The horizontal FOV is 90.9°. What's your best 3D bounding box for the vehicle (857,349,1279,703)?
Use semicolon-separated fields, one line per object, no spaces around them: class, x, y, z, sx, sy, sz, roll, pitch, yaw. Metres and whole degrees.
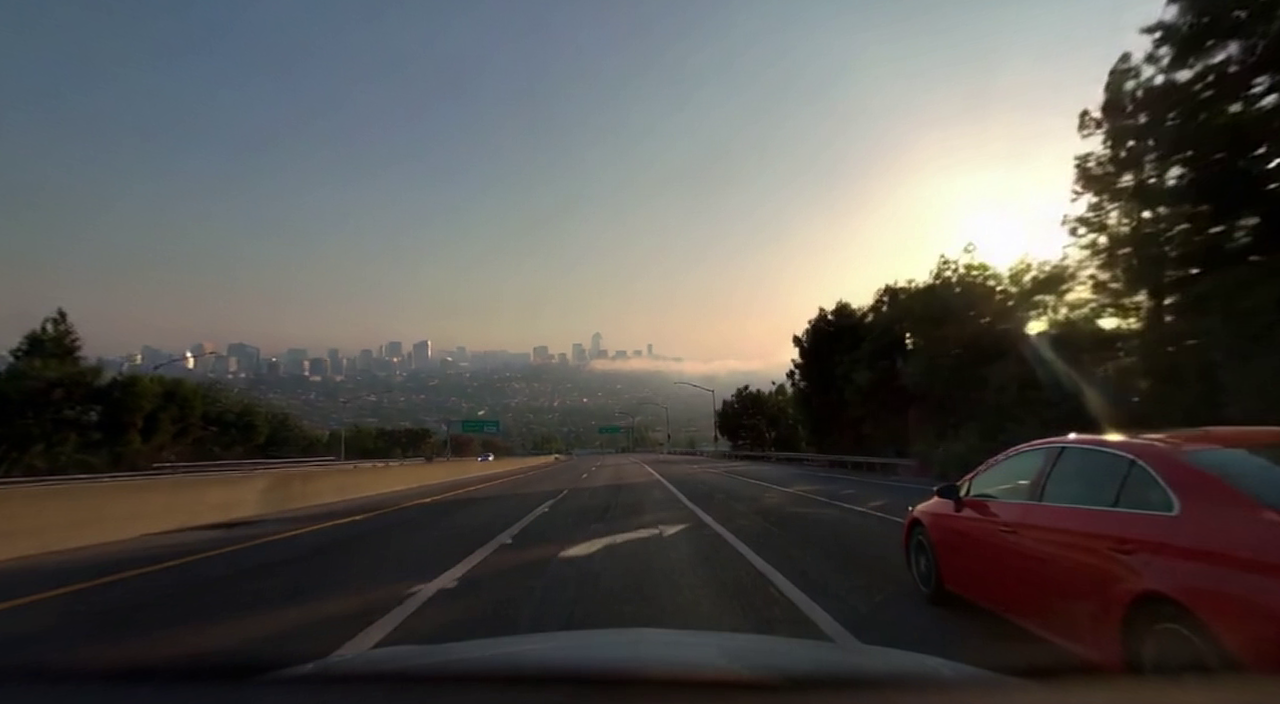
vehicle;3.207;1.032;3.803;2.104;1.575;4.698;-1;-9;0
